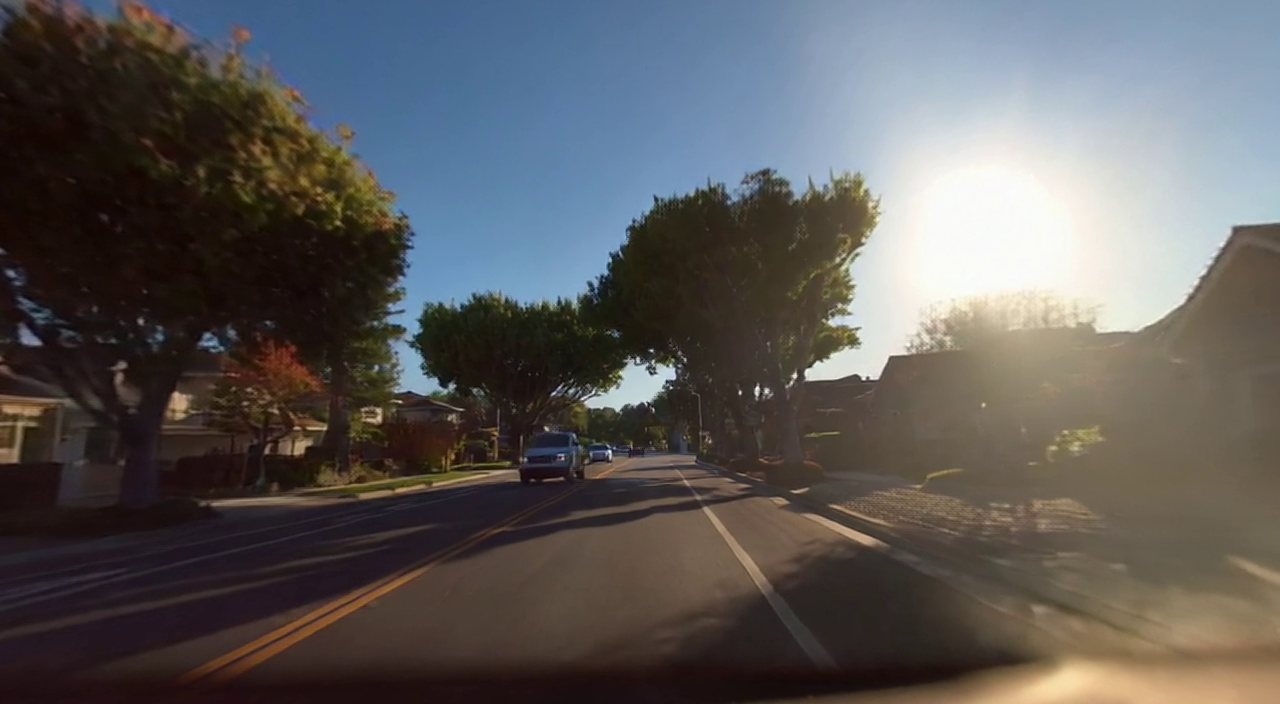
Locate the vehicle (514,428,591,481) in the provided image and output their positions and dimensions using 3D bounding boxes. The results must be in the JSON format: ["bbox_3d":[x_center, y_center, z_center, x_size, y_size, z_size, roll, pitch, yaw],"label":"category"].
[{"bbox_3d":[-3.689,4.498,27.937,2.417,2.088,5.780,0,-9,2],"label":"vehicle"}]
